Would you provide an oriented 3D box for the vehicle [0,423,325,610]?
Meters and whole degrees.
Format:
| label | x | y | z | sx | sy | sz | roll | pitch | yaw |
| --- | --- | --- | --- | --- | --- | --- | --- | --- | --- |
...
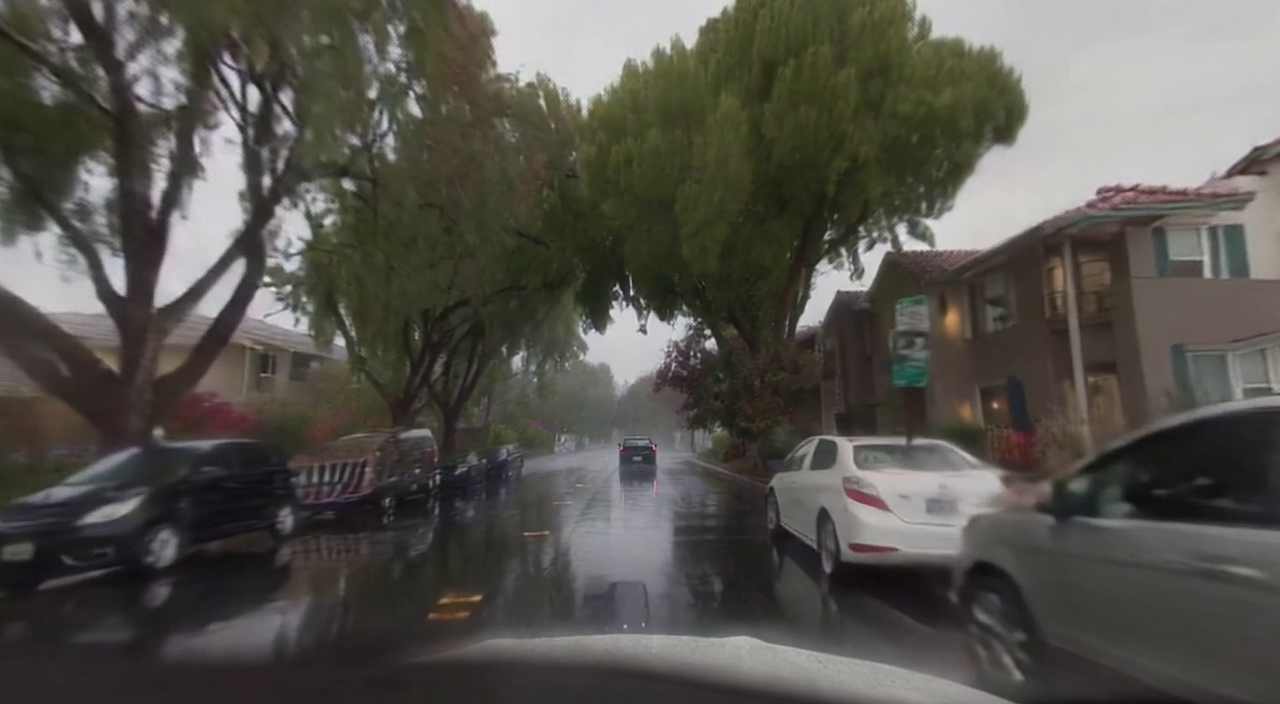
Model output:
| label | x | y | z | sx | sy | sz | roll | pitch | yaw |
| --- | --- | --- | --- | --- | --- | --- | --- | --- | --- |
| vehicle | -5.901 | 1.785 | 7.860 | 1.955 | 1.659 | 4.324 | 1 | -8 | -4 |

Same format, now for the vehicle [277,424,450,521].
| label | x | y | z | sx | sy | sz | roll | pitch | yaw |
| --- | --- | --- | --- | --- | --- | --- | --- | --- | --- |
| vehicle | -5.922 | 2.608 | 14.197 | 1.899 | 1.615 | 4.624 | -6 | -8 | -2 |

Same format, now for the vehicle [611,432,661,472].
| label | x | y | z | sx | sy | sz | roll | pitch | yaw |
| --- | --- | --- | --- | --- | --- | --- | --- | --- | --- |
| vehicle | -0.181 | 4.639 | 29.460 | 2.172 | 1.722 | 4.201 | 0 | -8 | -1 |

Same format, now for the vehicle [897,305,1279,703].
| label | x | y | z | sx | sy | sz | roll | pitch | yaw |
| --- | --- | --- | --- | --- | --- | --- | --- | --- | --- |
| vehicle | 2.807 | 0.780 | 1.828 | 1.970 | 1.801 | 4.721 | 0 | -8 | -2 |
